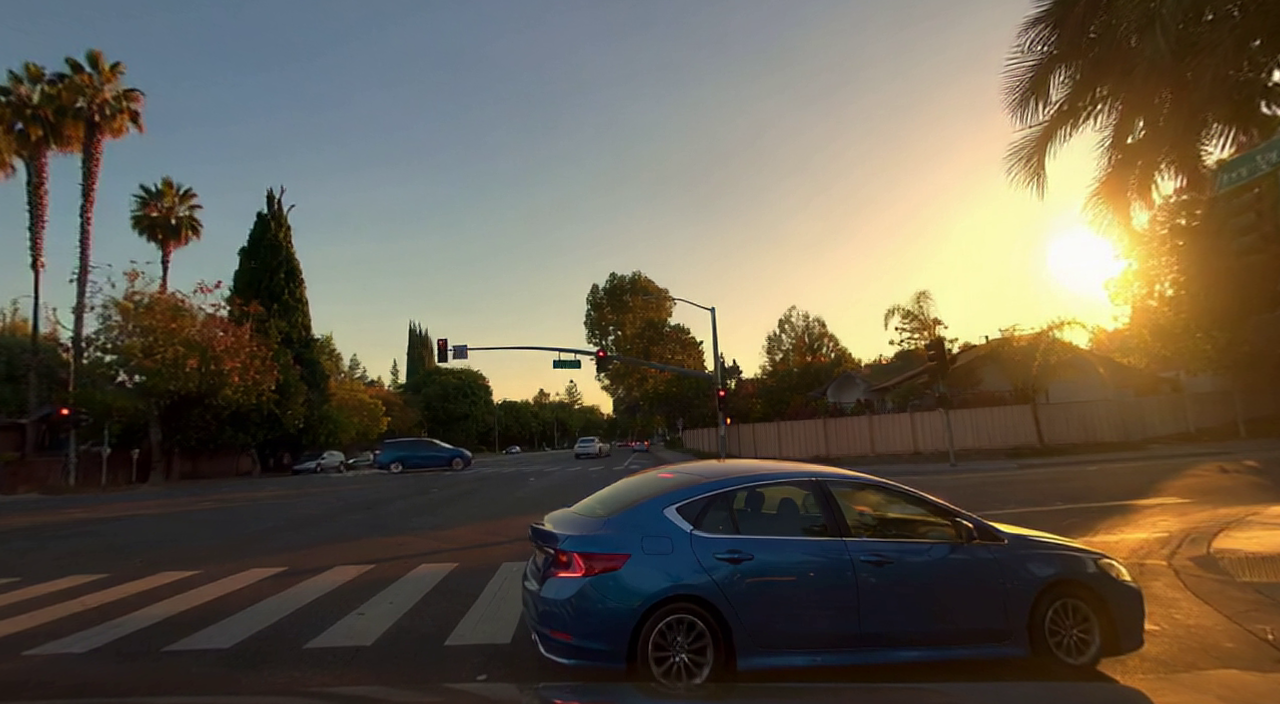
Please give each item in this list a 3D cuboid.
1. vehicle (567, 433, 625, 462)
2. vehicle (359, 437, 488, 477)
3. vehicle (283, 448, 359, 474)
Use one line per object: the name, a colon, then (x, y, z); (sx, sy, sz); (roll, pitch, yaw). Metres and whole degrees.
vehicle: (-2.822, 6.347, 42.034); (2.393, 1.775, 5.204); (-2, -9, 14)
vehicle: (-9.076, 4.429, 26.862); (2.083, 1.541, 4.777); (-7, -11, 38)
vehicle: (-19.963, 6.828, 39.798); (2.084, 1.528, 4.778); (-1, -9, 2)
